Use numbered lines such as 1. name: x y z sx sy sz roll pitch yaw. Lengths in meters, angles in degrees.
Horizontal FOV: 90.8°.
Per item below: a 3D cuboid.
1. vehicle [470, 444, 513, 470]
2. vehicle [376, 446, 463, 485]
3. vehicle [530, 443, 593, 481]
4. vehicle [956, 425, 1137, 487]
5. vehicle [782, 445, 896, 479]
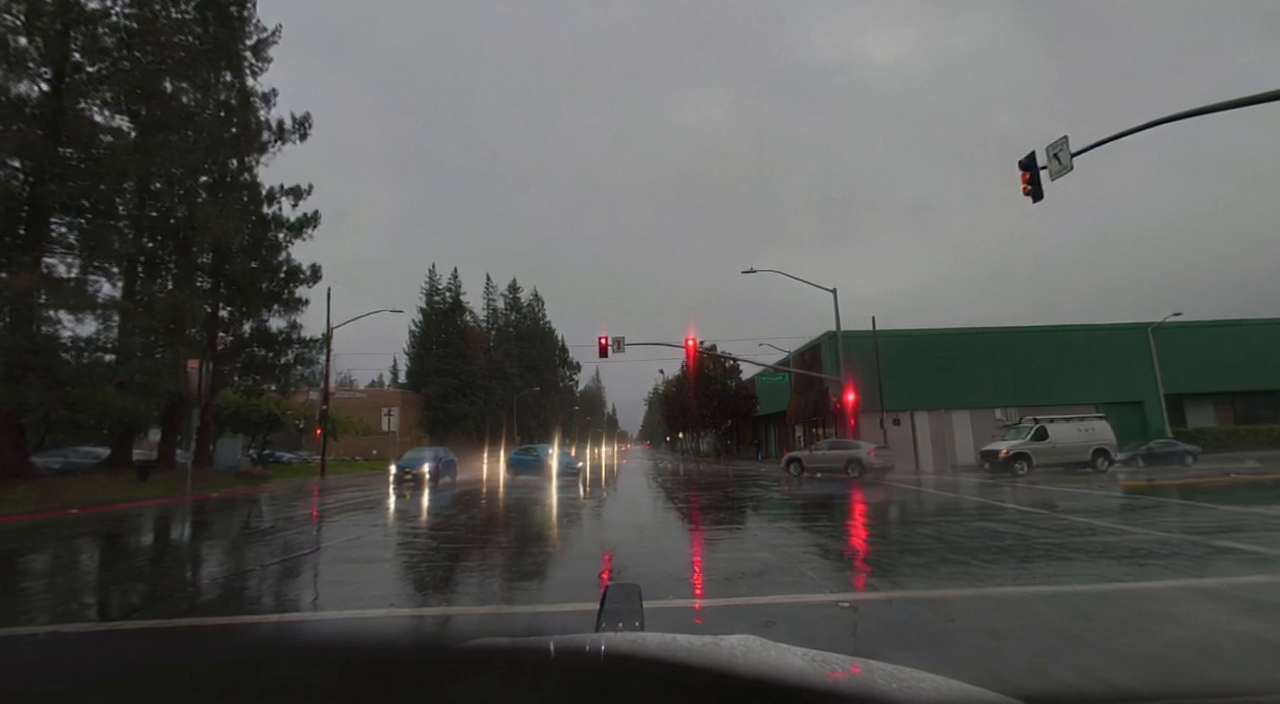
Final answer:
1. vehicle: -8.978 6.362 38.494 1.779 1.460 4.463 1 -9 -4
2. vehicle: -8.920 4.617 26.009 2.024 1.460 4.381 0 -9 0
3. vehicle: -3.305 4.434 25.832 1.846 1.416 4.228 2 -9 -17
4. vehicle: 14.856 3.773 23.126 5.910 2.046 2.228 3 -9 -19
5. vehicle: 9.204 5.056 29.319 4.828 1.453 1.919 -3 -9 19
